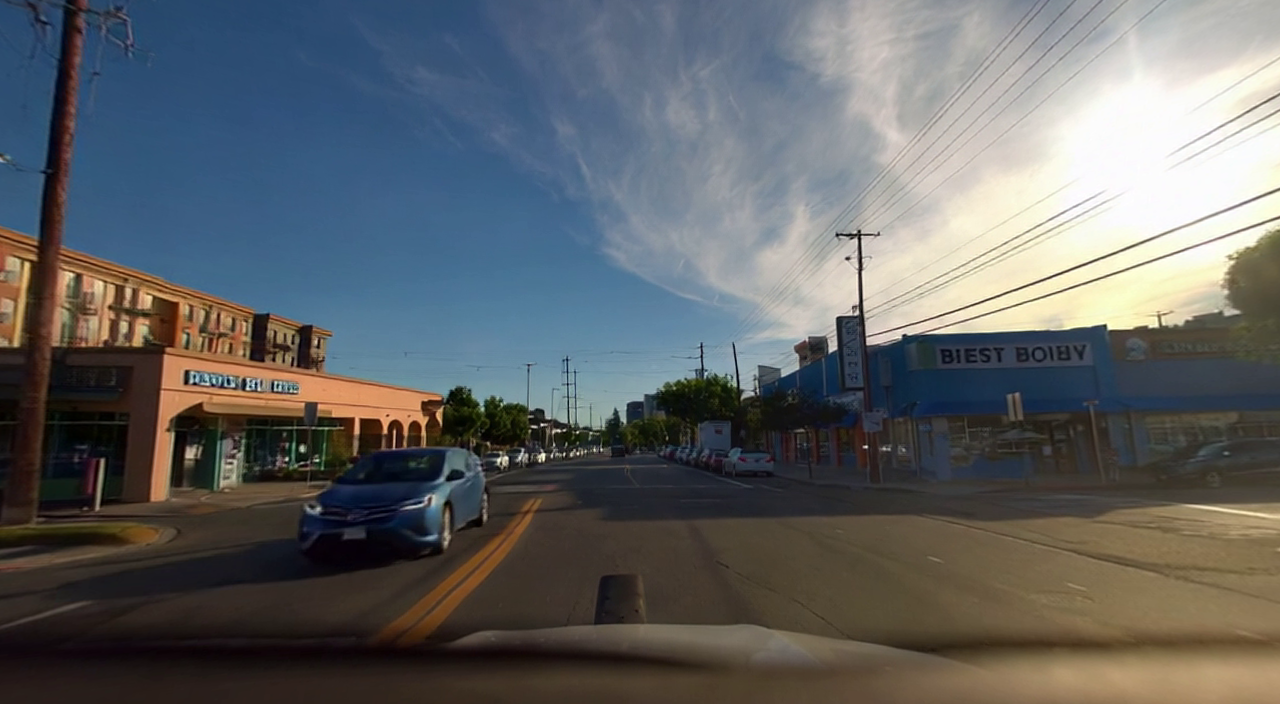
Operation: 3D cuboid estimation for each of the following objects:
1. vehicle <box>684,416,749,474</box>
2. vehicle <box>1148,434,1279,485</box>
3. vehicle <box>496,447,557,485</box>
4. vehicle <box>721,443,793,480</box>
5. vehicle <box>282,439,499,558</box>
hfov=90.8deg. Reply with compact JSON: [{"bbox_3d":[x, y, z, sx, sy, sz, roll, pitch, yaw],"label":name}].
[{"bbox_3d":[4.533,5.749,39.171,2.815,3.203,7.558,0,-9,-2],"label":"vehicle"},{"bbox_3d":[18.591,3.262,19.307,4.368,1.479,1.985,0,-9,1],"label":"vehicle"},{"bbox_3d":[-4.787,4.855,27.258,2.050,1.505,4.219,0,-9,-2],"label":"vehicle"},{"bbox_3d":[5.540,5.214,30.466,1.963,1.646,4.204,2,-9,-11],"label":"vehicle"},{"bbox_3d":[-3.687,2.201,10.269,1.914,1.506,4.125,0,-9,-1],"label":"vehicle"}]
